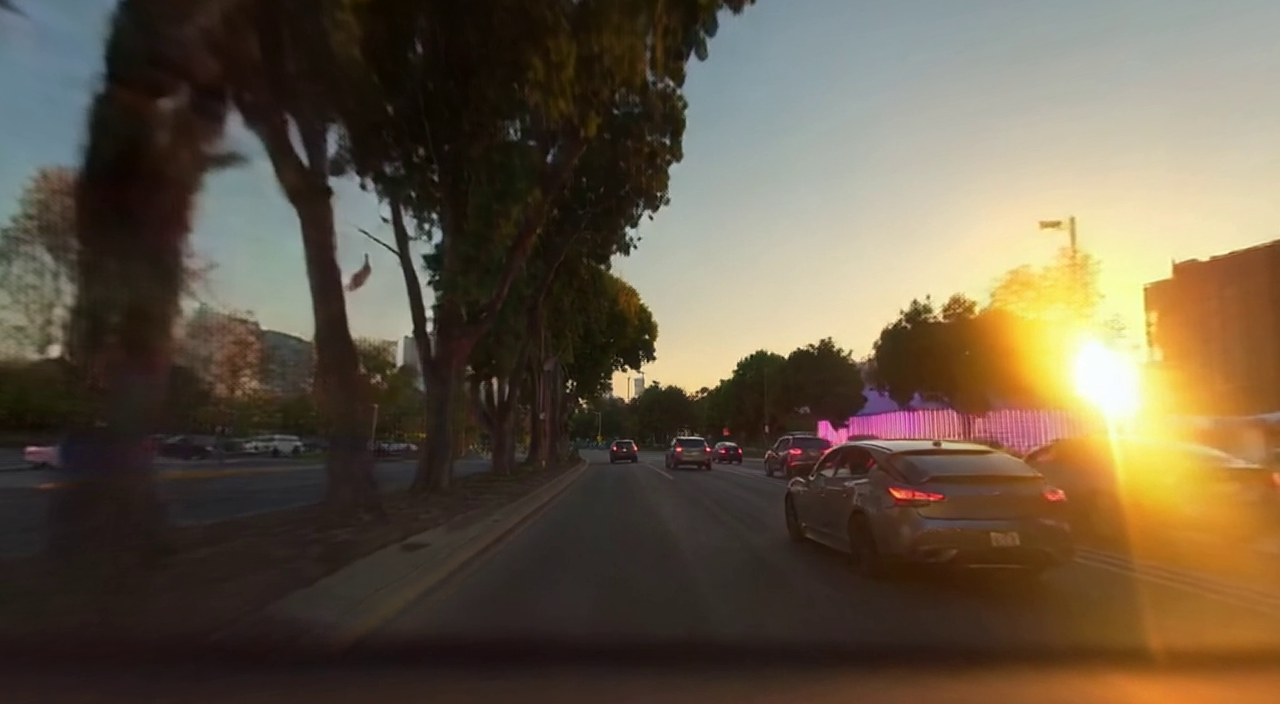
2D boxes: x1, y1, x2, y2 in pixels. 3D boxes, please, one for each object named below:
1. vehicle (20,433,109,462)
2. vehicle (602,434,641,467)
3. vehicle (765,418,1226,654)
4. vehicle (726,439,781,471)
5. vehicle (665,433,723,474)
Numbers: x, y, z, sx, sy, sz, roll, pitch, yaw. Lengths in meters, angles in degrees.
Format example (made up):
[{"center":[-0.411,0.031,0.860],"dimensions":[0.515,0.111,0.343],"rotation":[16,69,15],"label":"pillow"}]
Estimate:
[{"center":[-31.004,5.171,34.066],"dimensions":[1.744,1.433,3.823],"rotation":[2,-9,-11],"label":"vehicle"},{"center":[-1.170,5.776,36.889],"dimensions":[2.051,1.798,4.168],"rotation":[1,-8,-5],"label":"vehicle"},{"center":[2.659,1.462,6.121],"dimensions":[1.883,1.452,4.258],"rotation":[0,-8,-2],"label":"vehicle"},{"center":[6.137,5.638,34.635],"dimensions":[1.954,1.606,4.423],"rotation":[1,-8,-4],"label":"vehicle"},{"center":[2.410,4.690,29.223],"dimensions":[2.000,1.745,4.206],"rotation":[1,-8,-4],"label":"vehicle"}]
